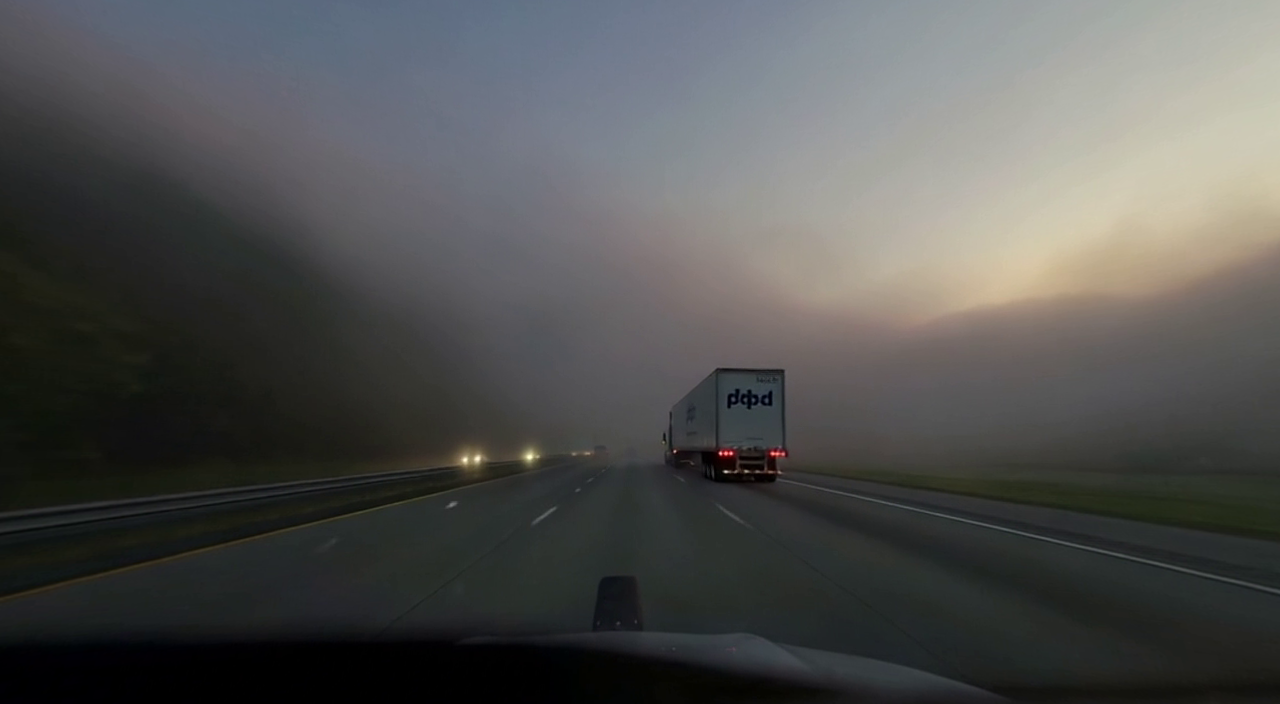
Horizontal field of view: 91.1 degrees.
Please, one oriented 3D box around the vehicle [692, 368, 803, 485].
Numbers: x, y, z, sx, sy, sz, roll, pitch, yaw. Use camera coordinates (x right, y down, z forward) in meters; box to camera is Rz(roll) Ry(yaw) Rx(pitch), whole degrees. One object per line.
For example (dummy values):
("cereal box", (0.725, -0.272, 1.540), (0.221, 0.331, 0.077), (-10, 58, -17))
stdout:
("vehicle", (3.965, 3.148, 25.496), (2.856, 3.933, 8.334), (0, -9, -1))
